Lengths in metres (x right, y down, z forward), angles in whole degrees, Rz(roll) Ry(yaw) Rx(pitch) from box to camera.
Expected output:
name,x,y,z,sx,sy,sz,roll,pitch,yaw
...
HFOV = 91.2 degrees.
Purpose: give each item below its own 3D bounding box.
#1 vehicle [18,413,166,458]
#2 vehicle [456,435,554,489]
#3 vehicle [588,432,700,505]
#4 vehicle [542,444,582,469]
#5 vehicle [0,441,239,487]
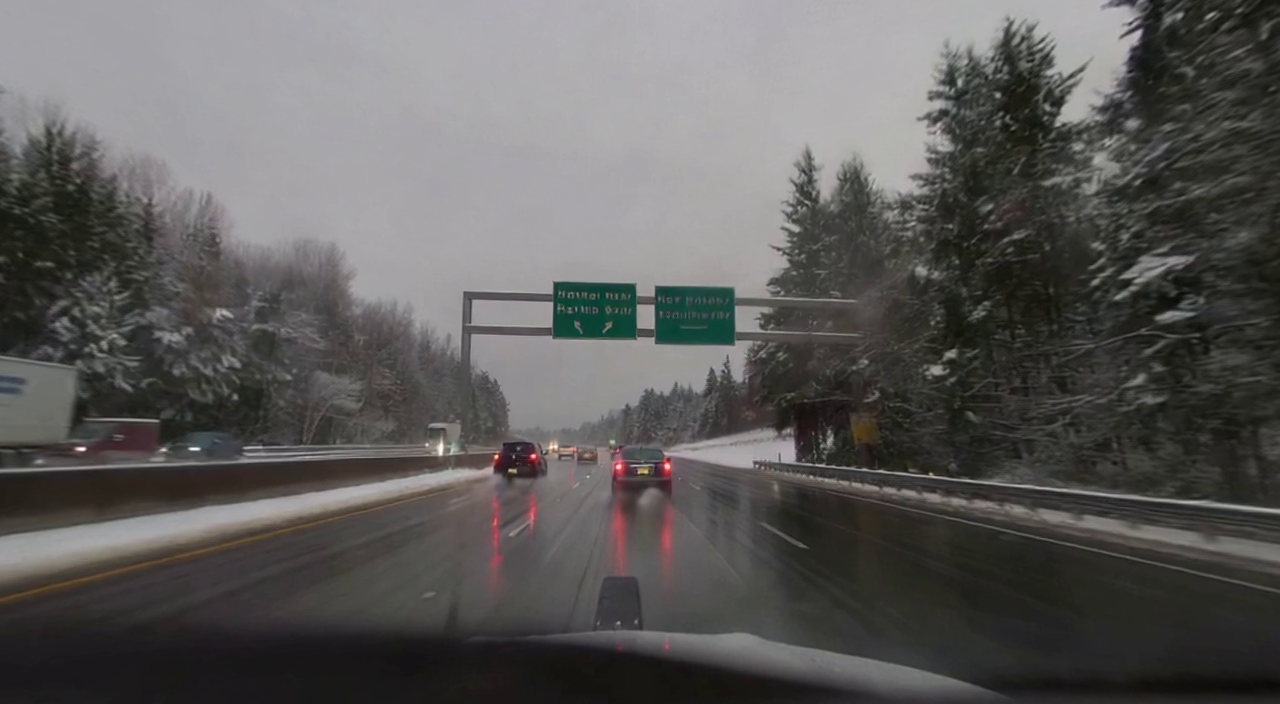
name,x,y,z,sx,sy,sz,roll,pitch,yaw
vehicle,-22.459,3.496,25.982,2.106,1.702,4.413,0,-9,0
vehicle,-4.547,3.792,21.855,2.545,1.679,4.267,0,-9,-1
vehicle,0.058,3.050,16.775,2.634,1.679,4.070,0,-9,-1
vehicle,-5.038,6.821,41.054,2.173,1.561,4.130,0,-9,-1
vehicle,-22.561,4.566,26.125,2.781,1.486,14.211,0,-9,-1
